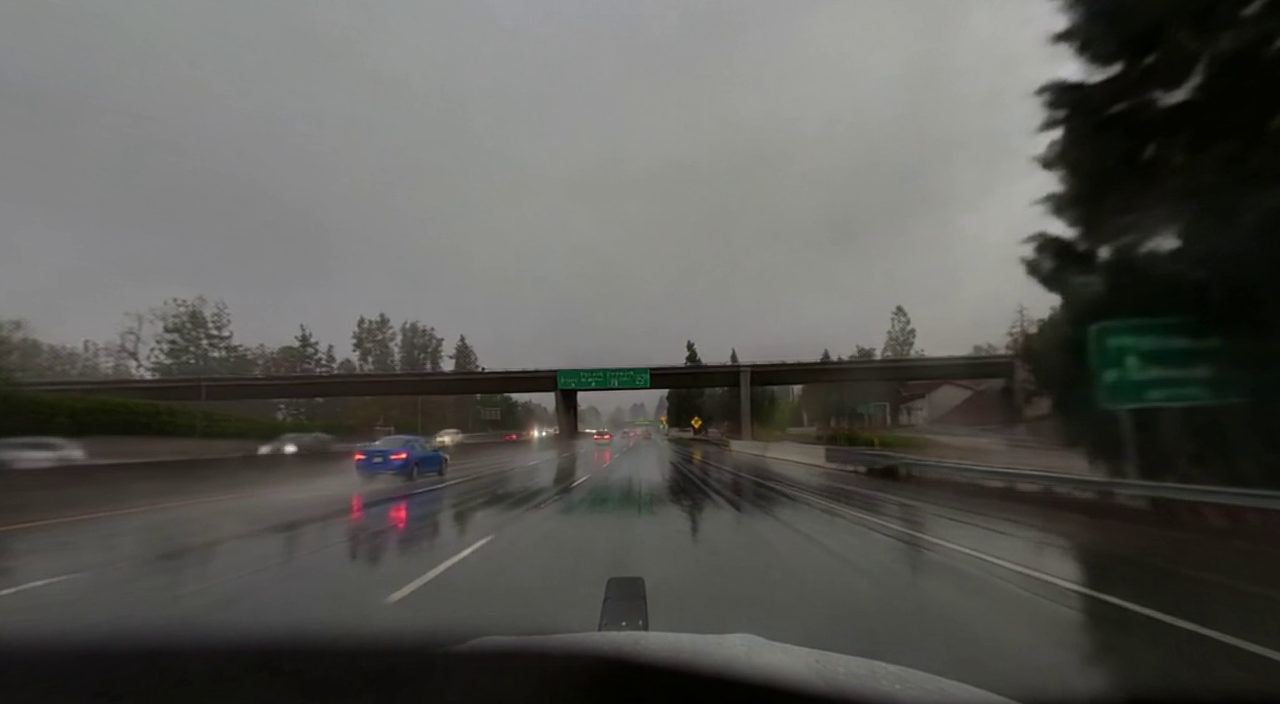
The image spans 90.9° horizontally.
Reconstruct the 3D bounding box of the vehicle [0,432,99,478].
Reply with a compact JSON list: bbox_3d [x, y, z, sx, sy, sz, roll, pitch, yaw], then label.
[{"bbox_3d":[-25.092,4.132,25.476,2.027,1.700,4.915,0,-8,1],"label":"vehicle"}]

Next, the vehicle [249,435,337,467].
[{"bbox_3d":[-17.354,4.983,31.802,1.840,1.490,4.438,0,-8,1],"label":"vehicle"}]

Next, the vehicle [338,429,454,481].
[{"bbox_3d":[-7.708,3.283,20.402,1.987,1.486,4.174,0,-8,2],"label":"vehicle"}]
